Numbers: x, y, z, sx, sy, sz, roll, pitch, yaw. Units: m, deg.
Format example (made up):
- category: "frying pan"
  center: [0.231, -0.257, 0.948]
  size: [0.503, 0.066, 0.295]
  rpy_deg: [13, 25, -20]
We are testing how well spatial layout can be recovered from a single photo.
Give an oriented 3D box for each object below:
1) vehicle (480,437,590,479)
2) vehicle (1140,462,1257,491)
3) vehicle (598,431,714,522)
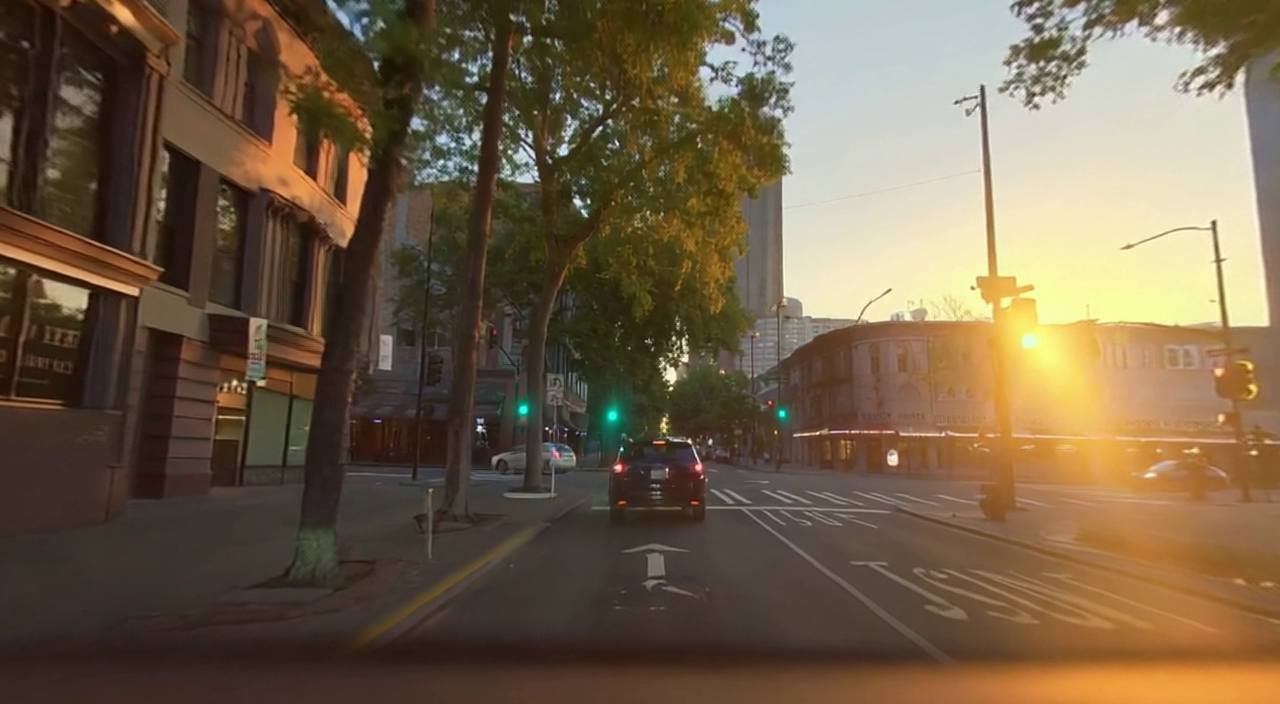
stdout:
- category: "vehicle"
  center: [-4.235, 4.192, 25.073]
  size: [4.282, 1.519, 2.077]
  rpy_deg: [-8, -12, 41]
- category: "vehicle"
  center: [30.533, 6.793, 34.541]
  size: [4.668, 1.441, 1.904]
  rpy_deg: [0, -9, -4]
- category: "vehicle"
  center: [0.378, 2.546, 13.342]
  size: [2.079, 1.621, 3.861]
  rpy_deg: [-1, -9, 3]
